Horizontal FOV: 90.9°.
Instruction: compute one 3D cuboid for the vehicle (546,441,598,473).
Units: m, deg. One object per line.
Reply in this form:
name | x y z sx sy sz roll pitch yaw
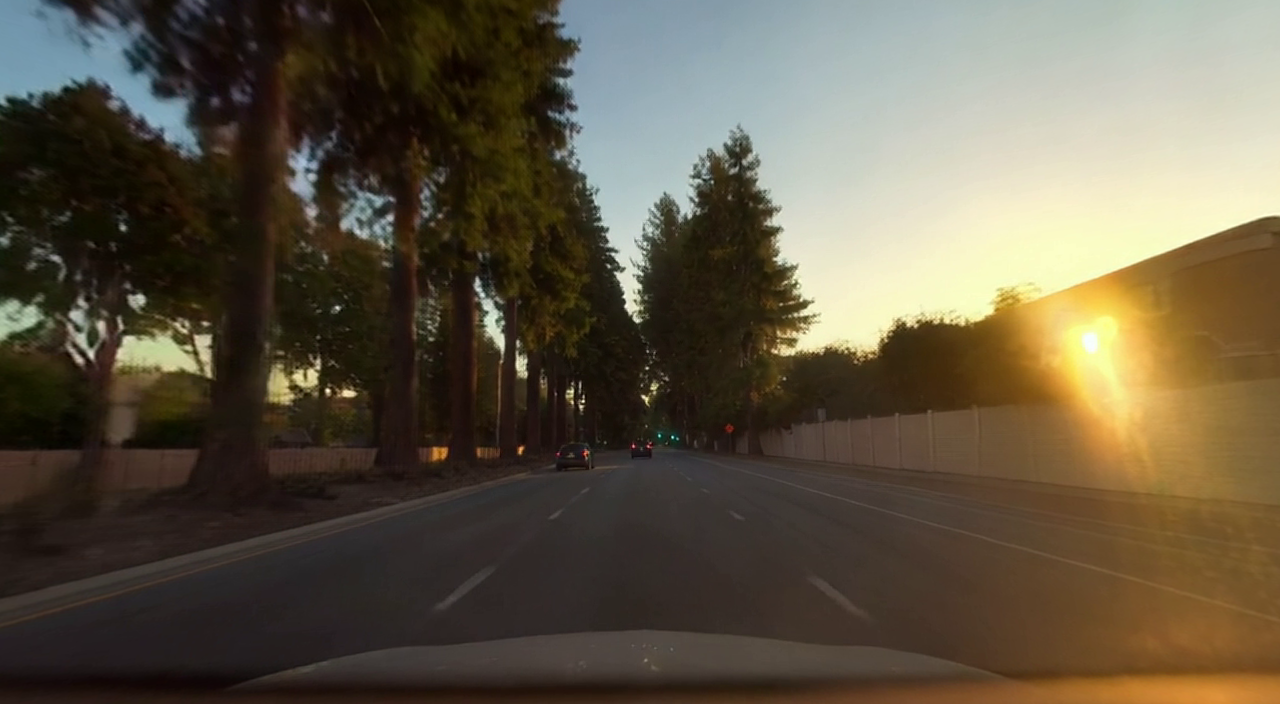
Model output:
vehicle | -3.212 5.088 30.742 2.021 1.466 4.330 0 -9 1
